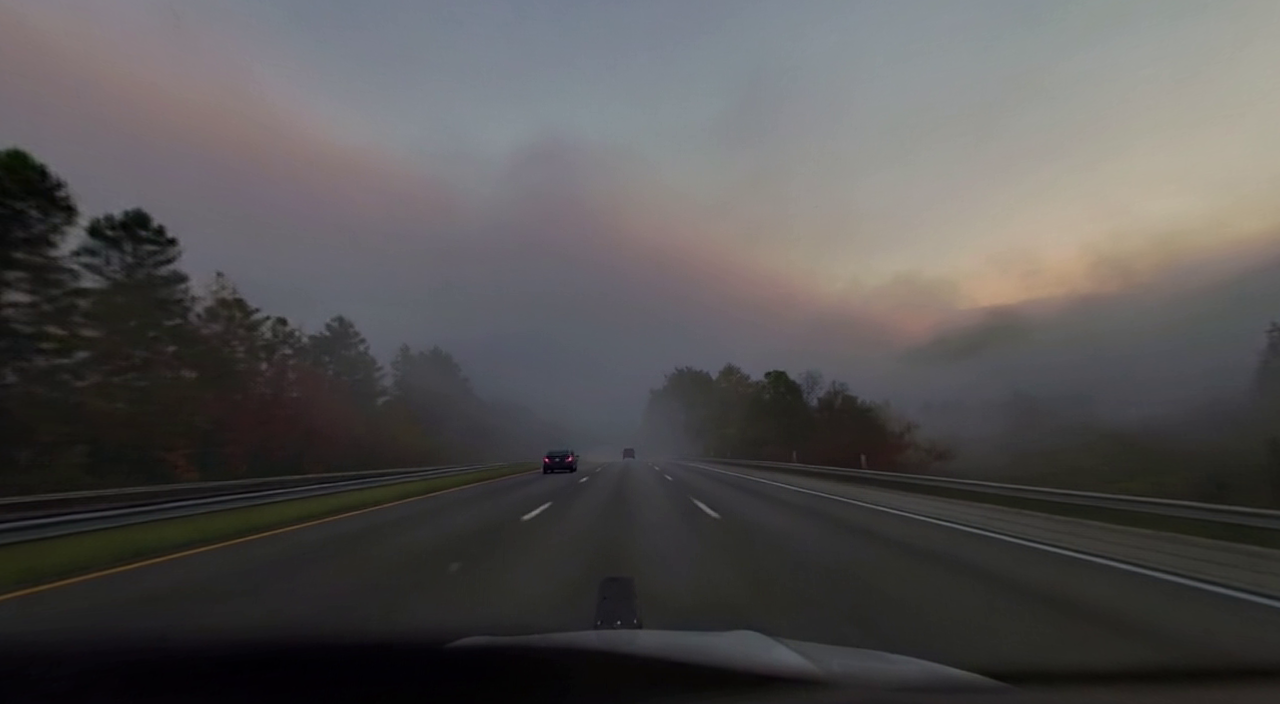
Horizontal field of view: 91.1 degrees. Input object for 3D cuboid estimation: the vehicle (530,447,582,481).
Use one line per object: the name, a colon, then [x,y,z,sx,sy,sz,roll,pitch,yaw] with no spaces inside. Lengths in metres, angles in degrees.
vehicle: [-3.982,5.352,30.348,1.970,1.492,3.944,0,-9,0]
